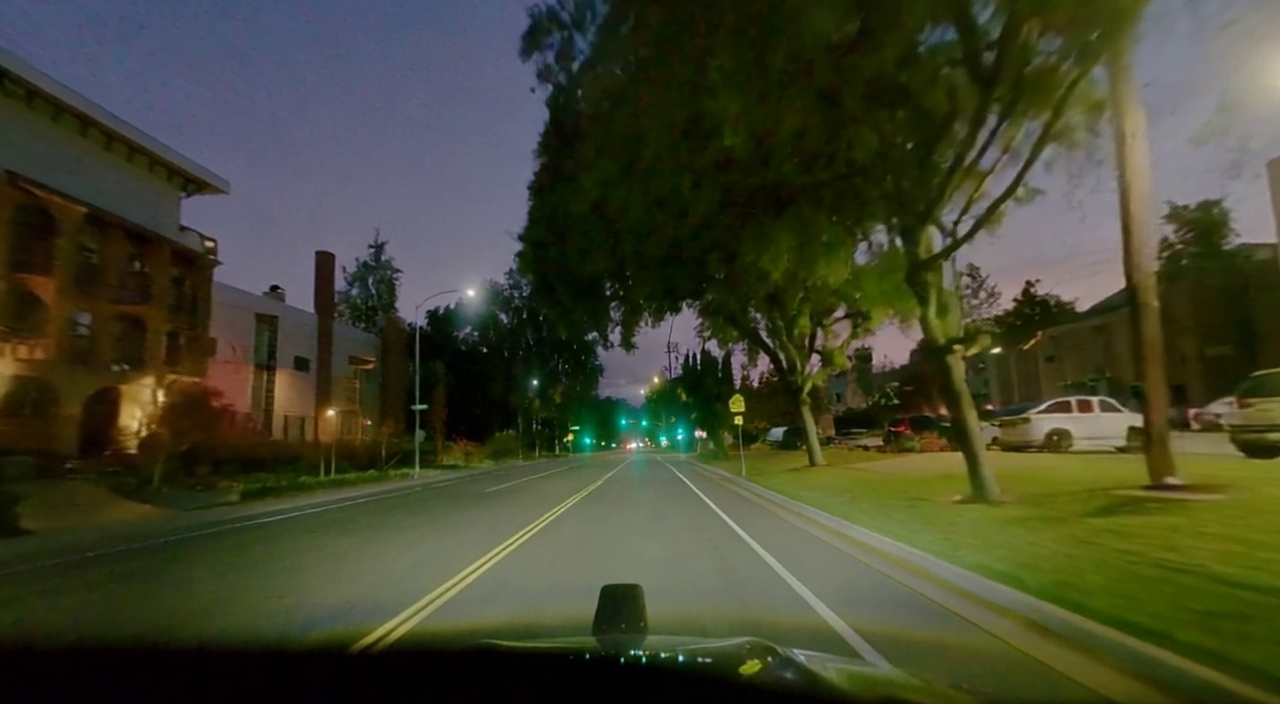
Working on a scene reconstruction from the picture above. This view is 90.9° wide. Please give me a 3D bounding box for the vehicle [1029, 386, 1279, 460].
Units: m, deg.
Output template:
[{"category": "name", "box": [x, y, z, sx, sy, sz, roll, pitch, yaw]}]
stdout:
[{"category": "vehicle", "box": [12.374, 1.766, 15.458, 4.284, 1.663, 2.031, 0, -8, 1]}]
